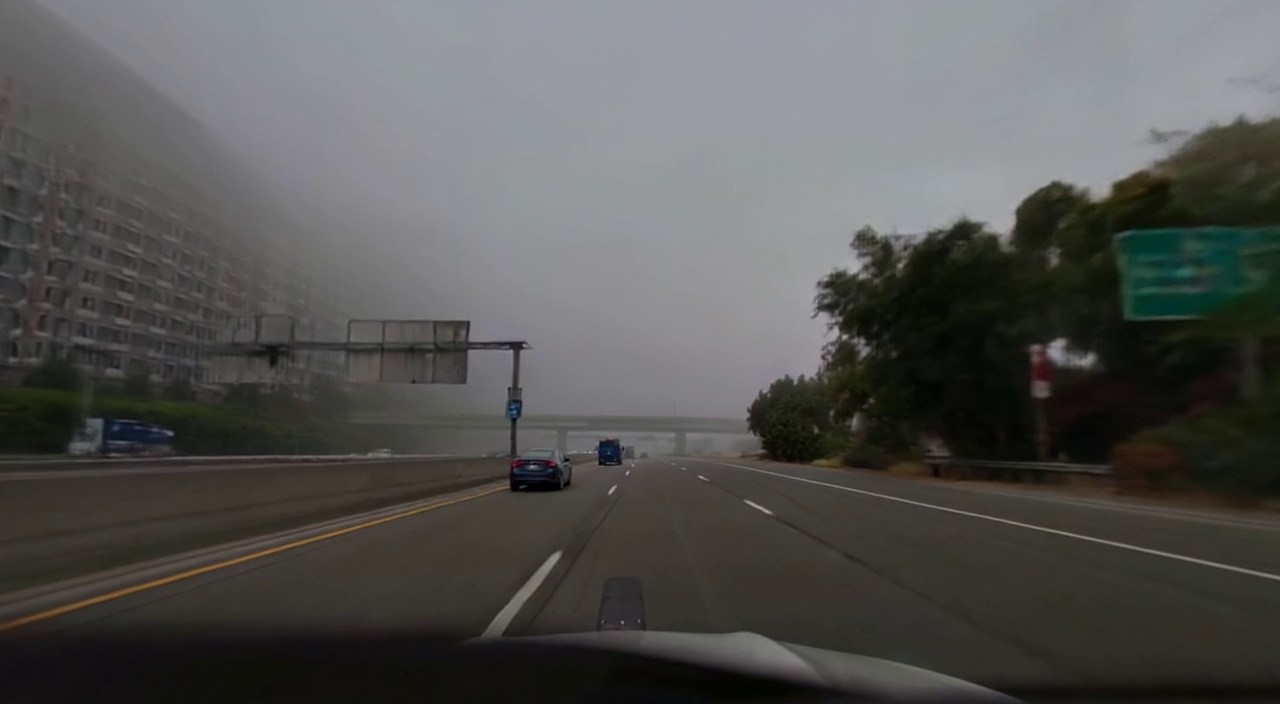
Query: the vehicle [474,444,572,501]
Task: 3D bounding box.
[{"bbox_3d":[-3.348,3.560,19.025,2.039,1.478,4.483,0,-9,1],"label":"vehicle"}]
